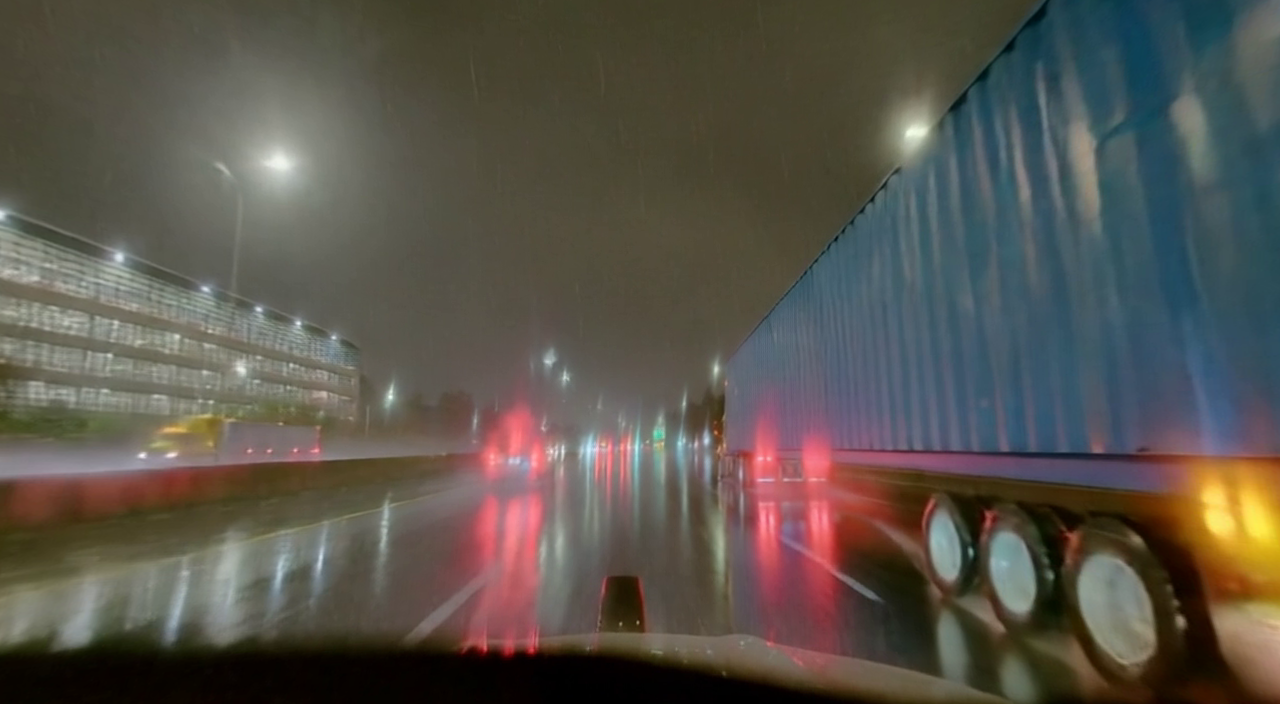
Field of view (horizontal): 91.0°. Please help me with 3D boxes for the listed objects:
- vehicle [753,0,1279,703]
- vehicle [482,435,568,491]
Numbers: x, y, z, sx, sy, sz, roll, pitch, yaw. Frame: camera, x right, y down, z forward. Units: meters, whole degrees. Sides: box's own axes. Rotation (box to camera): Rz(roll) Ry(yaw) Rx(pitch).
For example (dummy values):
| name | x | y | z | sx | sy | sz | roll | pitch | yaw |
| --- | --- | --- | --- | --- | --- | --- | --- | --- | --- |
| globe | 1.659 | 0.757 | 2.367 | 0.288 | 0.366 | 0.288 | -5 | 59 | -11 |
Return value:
| name | x | y | z | sx | sy | sz | roll | pitch | yaw |
| --- | --- | --- | --- | --- | --- | --- | --- | --- | --- |
| vehicle | 4.068 | 0.410 | 8.214 | 2.893 | 3.992 | 13.605 | 0 | -9 | 1 |
| vehicle | -3.475 | 3.448 | 19.817 | 1.954 | 1.528 | 4.010 | 0 | -9 | 0 |
